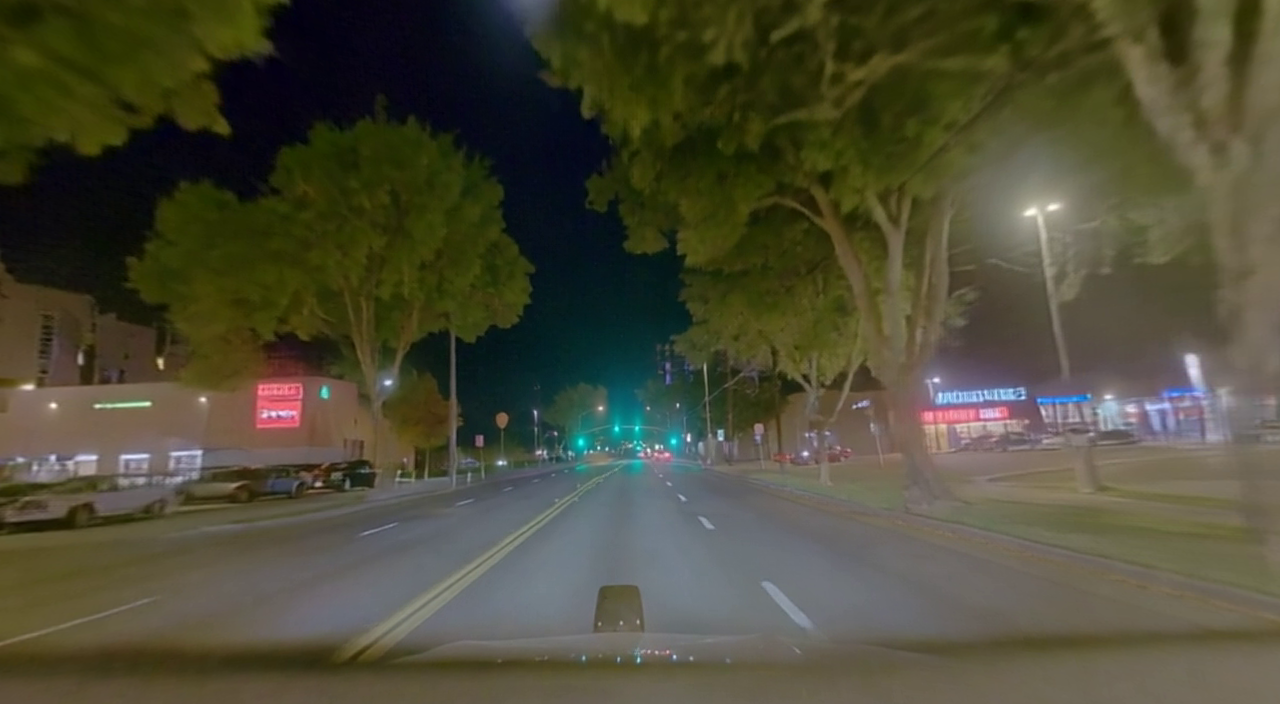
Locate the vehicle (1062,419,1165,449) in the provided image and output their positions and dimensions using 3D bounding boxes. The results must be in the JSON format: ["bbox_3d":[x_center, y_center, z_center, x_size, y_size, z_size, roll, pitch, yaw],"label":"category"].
[{"bbox_3d":[32.293,5.649,43.173,5.318,1.849,2.058,-1,-9,-2],"label":"vehicle"}]

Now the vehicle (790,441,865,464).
[{"bbox_3d":[12.167,6.560,41.239,4.404,1.445,1.844,-2,-9,9],"label":"vehicle"}]

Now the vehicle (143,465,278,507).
[{"bbox_3d":[-15.948,4.970,23.584,3.771,1.404,1.639,0,-9,-2],"label":"vehicle"}]

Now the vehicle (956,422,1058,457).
[{"bbox_3d":[25.059,6.014,43.266,5.444,1.901,2.250,-4,-9,-1],"label":"vehicle"}]

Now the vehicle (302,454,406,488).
[{"bbox_3d":[-15.259,6.368,33.857,4.579,1.701,2.033,-1,-9,1],"label":"vehicle"}]

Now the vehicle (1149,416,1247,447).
[{"bbox_3d":[38.105,5.474,43.194,4.812,1.717,1.887,-4,-9,-1],"label":"vehicle"}]

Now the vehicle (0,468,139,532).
[{"bbox_3d":[-15.633,3.753,16.190,4.023,1.475,1.767,0,-9,0],"label":"vehicle"}]
